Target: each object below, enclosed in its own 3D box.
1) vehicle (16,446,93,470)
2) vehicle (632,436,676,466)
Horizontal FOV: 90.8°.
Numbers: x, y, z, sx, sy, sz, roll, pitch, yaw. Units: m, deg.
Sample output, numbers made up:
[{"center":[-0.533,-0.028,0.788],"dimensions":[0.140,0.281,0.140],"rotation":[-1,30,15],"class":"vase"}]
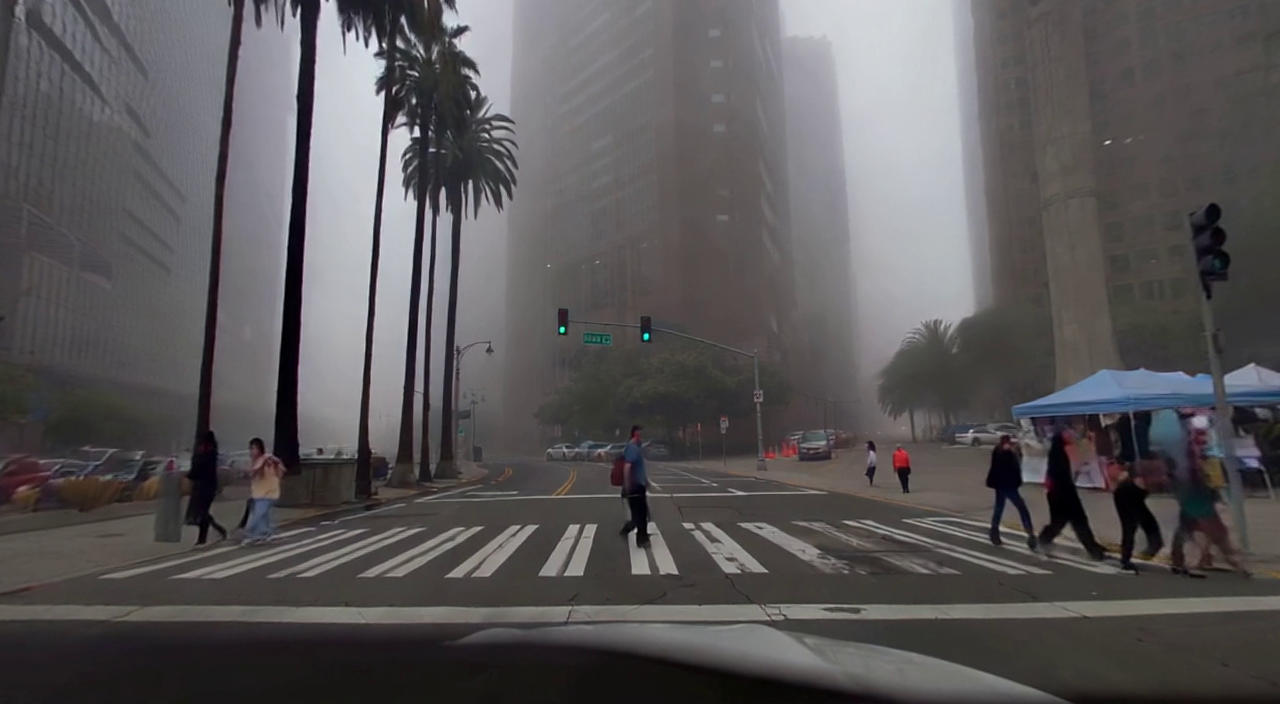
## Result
[{"center":[-45.973,8.334,49.741],"dimensions":[1.922,1.798,4.317],"rotation":[0,-8,0],"class":"vehicle"},{"center":[0.919,7.282,46.639],"dimensions":[2.322,2.071,5.366],"rotation":[1,-9,-9],"class":"vehicle"}]
